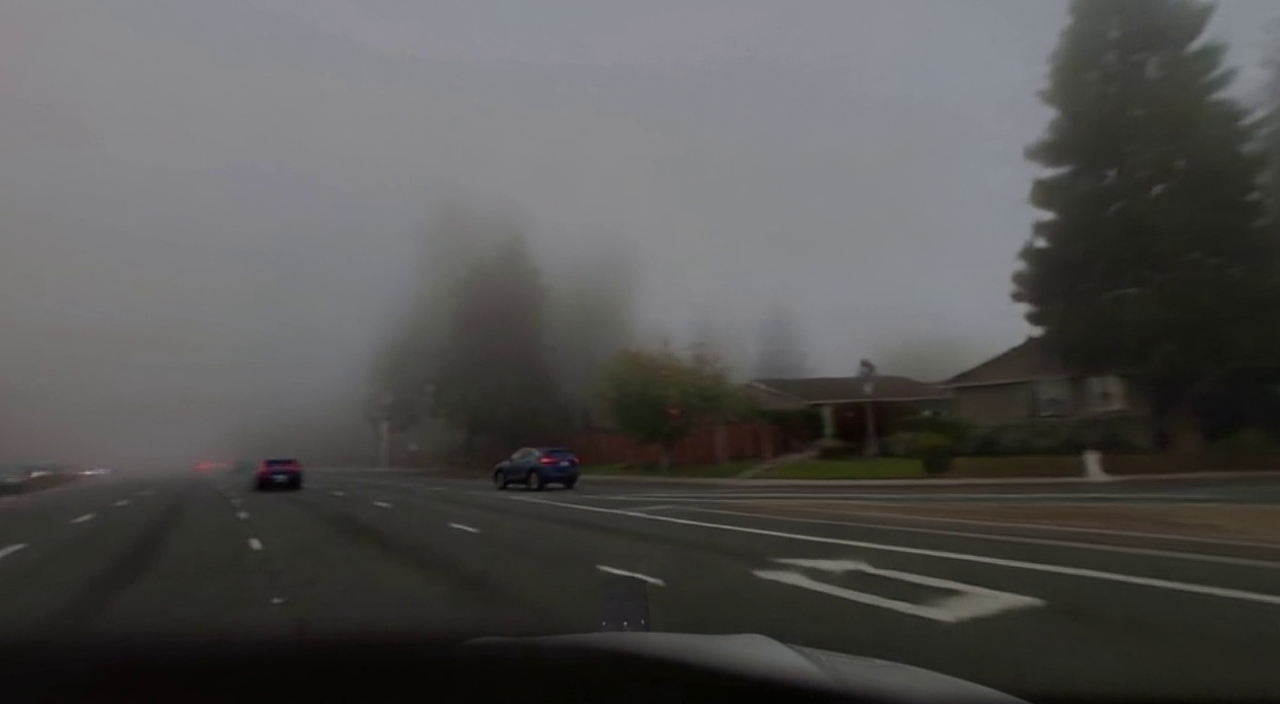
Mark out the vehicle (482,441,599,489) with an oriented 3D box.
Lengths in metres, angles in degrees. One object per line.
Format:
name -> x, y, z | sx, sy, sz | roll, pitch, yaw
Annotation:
vehicle -> -4.223, 4.641, 26.284 | 4.995, 1.798, 2.102 | -8, -11, 40

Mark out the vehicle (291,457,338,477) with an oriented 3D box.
vehicle -> -25.782, 9.057, 49.850 | 1.933, 1.460, 4.882 | 7, -11, -43
